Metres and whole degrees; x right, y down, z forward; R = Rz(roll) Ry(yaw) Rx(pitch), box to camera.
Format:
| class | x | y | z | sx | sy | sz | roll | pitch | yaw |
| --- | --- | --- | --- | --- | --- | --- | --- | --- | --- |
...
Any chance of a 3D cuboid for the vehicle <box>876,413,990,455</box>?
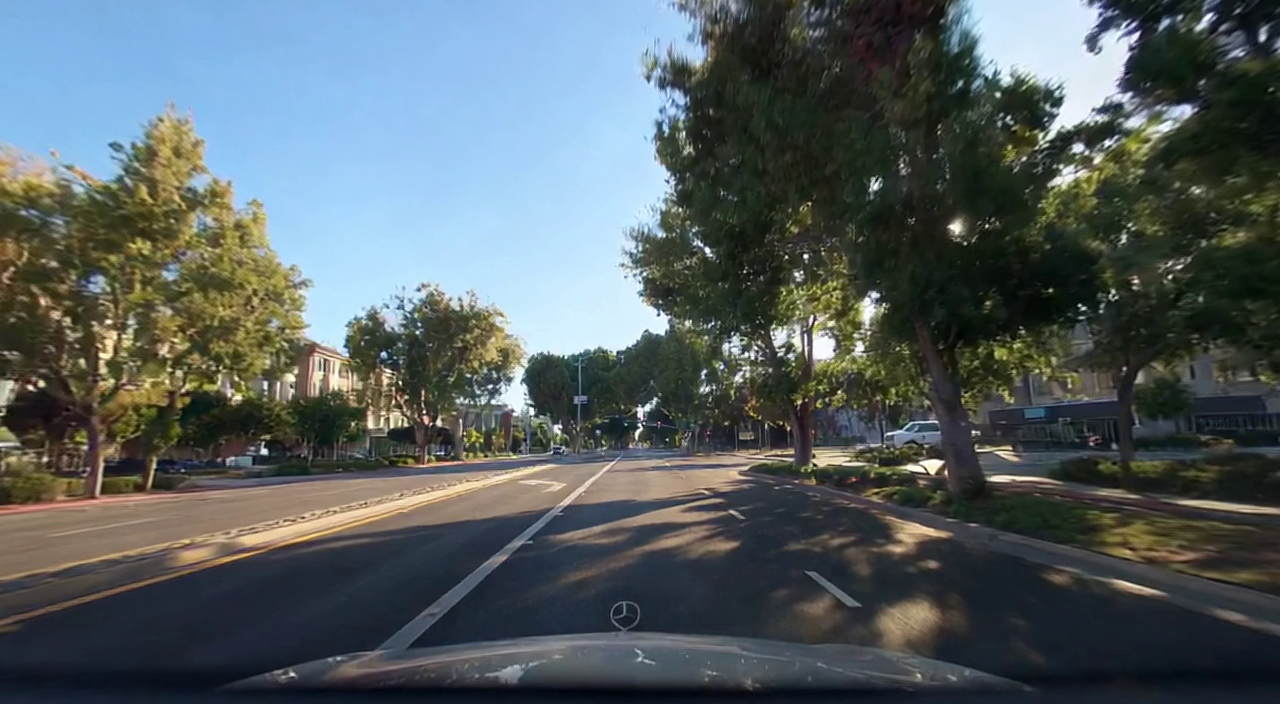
| class | x | y | z | sx | sy | sz | roll | pitch | yaw |
| --- | --- | --- | --- | --- | --- | --- | --- | --- | --- |
| vehicle | 19.716 | 5.541 | 42.747 | 6.543 | 2.736 | 2.324 | 0 | -9 | -1 |
